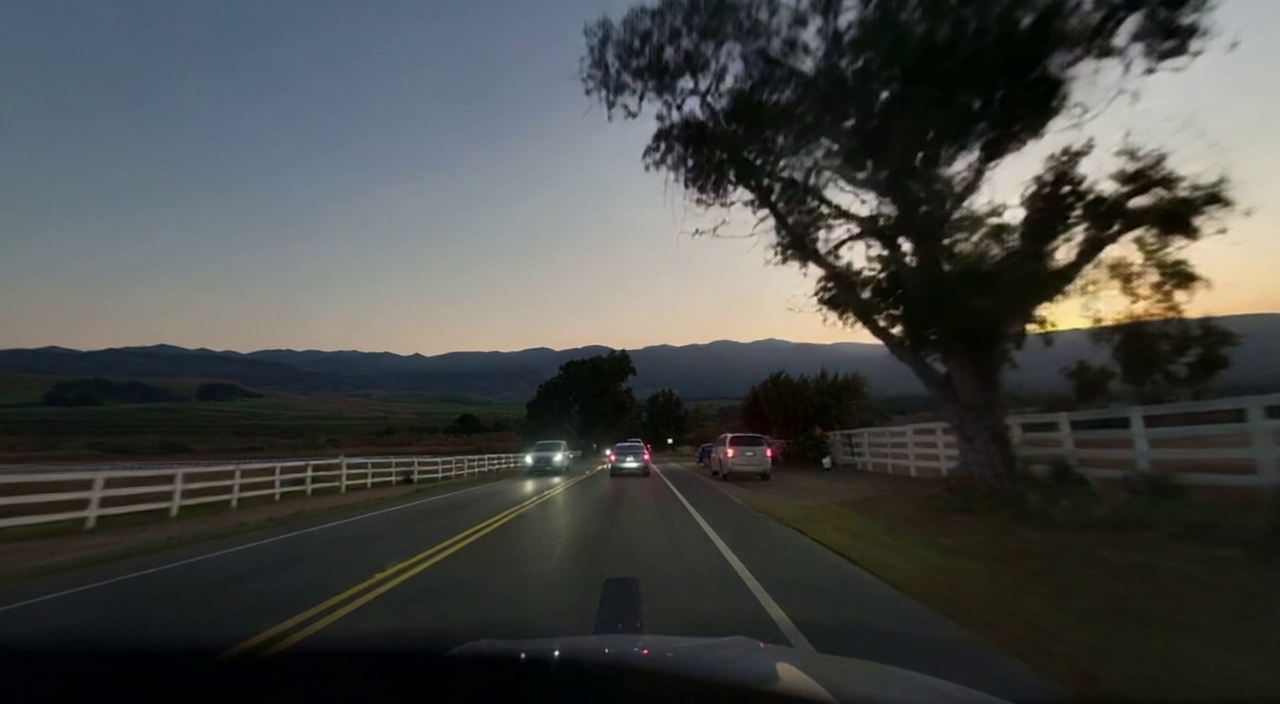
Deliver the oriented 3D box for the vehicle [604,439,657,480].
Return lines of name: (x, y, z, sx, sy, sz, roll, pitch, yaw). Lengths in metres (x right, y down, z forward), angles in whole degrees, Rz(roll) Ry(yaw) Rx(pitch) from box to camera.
vehicle: (-0.391, 4.683, 27.799, 2.158, 1.669, 4.006, 0, -9, 0)

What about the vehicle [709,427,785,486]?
vehicle: (3.886, 3.914, 23.922, 2.348, 1.969, 5.269, -1, -9, 5)

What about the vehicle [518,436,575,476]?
vehicle: (-4.945, 5.603, 34.119, 2.221, 1.965, 5.135, 0, -9, 1)

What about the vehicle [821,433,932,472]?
vehicle: (9.999, 4.287, 27.100, 1.975, 1.545, 4.333, 3, -9, -22)
